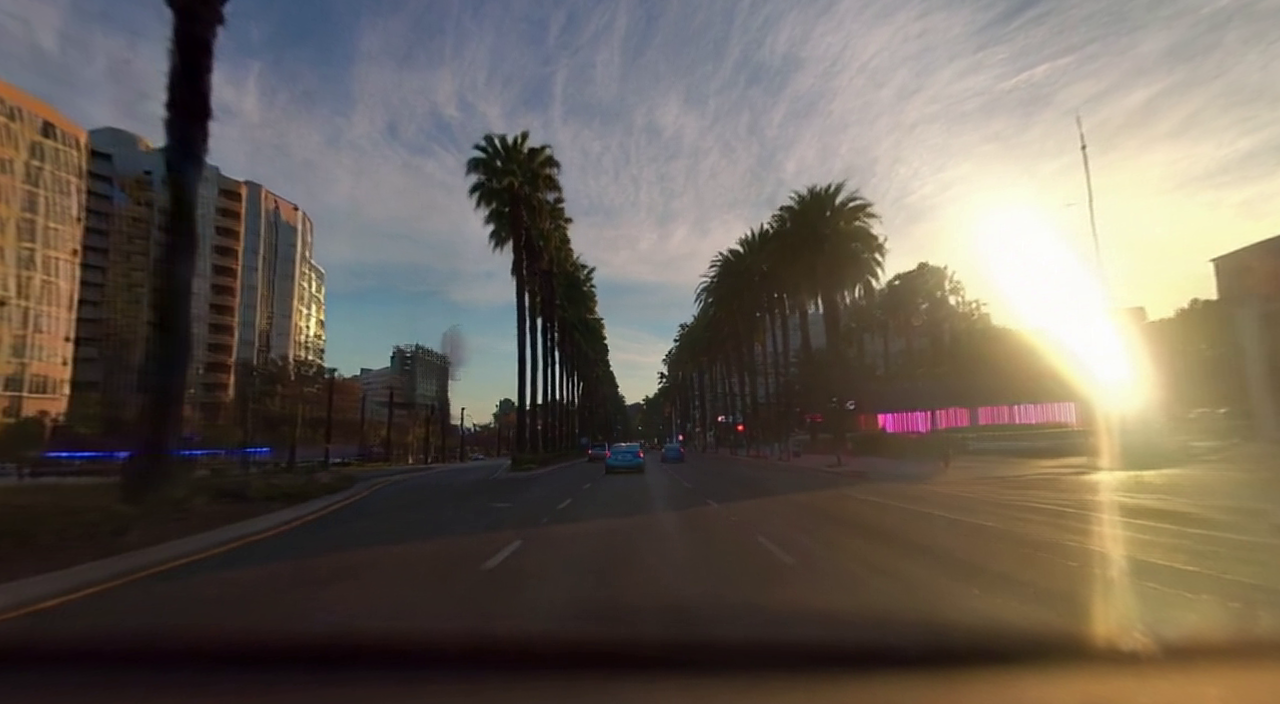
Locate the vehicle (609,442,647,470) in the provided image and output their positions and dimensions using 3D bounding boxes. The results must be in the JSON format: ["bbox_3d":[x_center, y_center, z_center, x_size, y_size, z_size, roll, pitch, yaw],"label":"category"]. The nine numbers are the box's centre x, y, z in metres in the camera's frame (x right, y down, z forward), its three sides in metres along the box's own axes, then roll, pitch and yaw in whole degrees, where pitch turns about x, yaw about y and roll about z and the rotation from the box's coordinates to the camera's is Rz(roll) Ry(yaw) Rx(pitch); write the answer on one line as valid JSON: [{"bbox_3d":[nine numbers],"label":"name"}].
[{"bbox_3d":[-0.682,6.586,40.219,2.160,1.615,4.117,-1,-9,2],"label":"vehicle"}]
